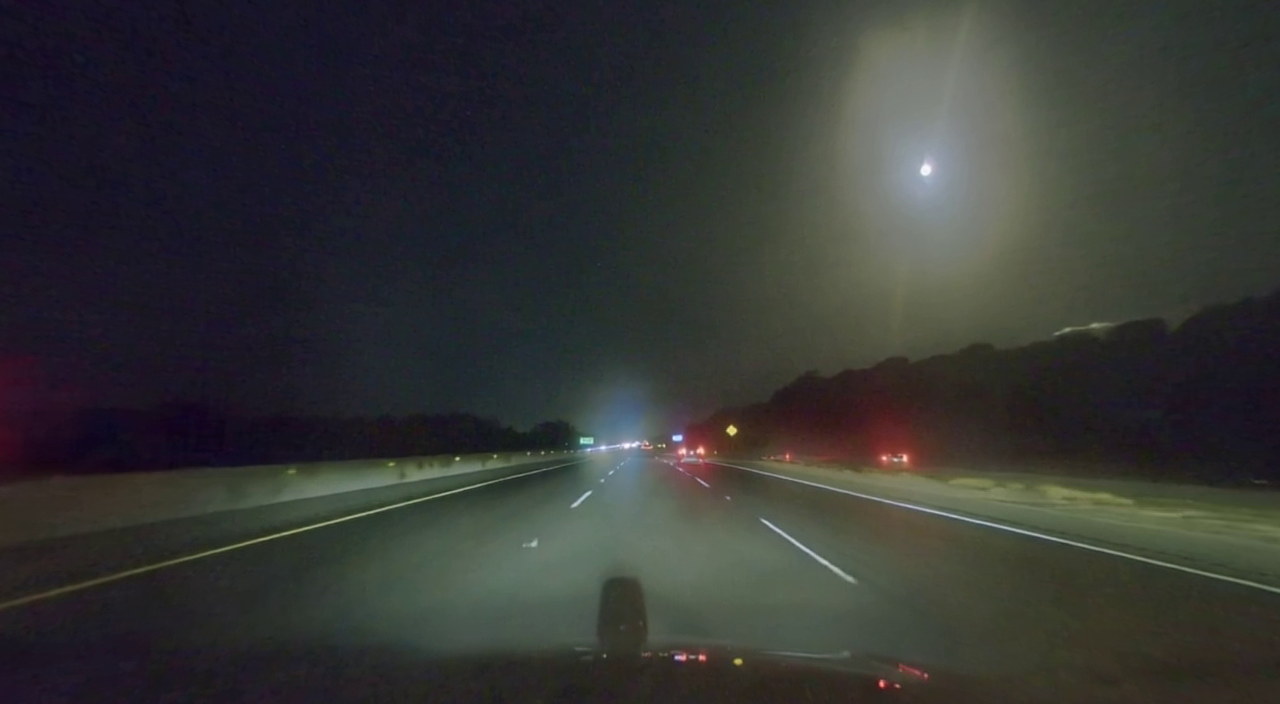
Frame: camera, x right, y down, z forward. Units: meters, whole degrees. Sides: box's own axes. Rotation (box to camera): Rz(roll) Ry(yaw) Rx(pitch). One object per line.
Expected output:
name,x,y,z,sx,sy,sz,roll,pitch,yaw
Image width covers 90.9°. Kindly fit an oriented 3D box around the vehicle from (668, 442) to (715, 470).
vehicle,2.840,5.827,35.546,2.193,1.462,4.533,0,-8,-1
